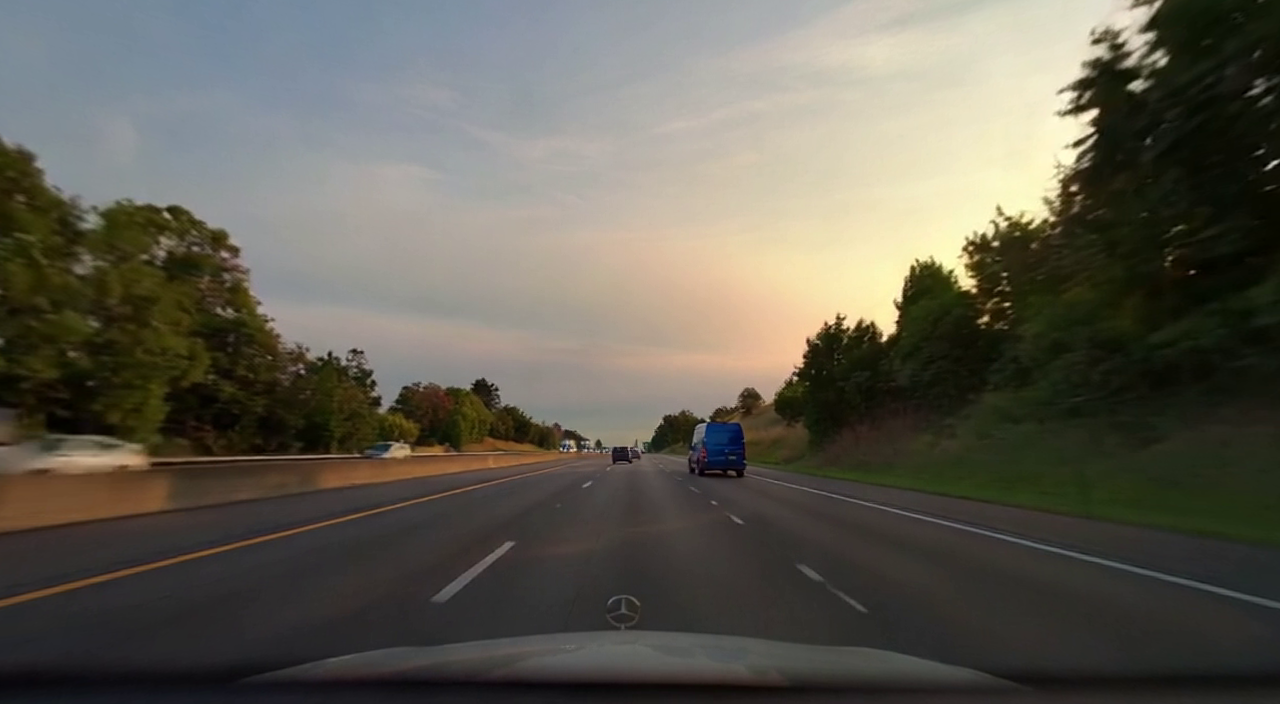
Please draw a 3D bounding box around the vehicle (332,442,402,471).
[{"bbox_3d":[-15.060,5.795,35.103,1.877,1.480,4.576,0,-9,0],"label":"vehicle"}]

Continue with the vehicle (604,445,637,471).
[{"bbox_3d":[-1.261,7.152,42.778,2.069,1.666,4.338,0,-9,1],"label":"vehicle"}]

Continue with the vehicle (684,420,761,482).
[{"bbox_3d":[3.628,4.584,29.342,2.552,2.524,6.630,0,-9,-1],"label":"vehicle"}]
